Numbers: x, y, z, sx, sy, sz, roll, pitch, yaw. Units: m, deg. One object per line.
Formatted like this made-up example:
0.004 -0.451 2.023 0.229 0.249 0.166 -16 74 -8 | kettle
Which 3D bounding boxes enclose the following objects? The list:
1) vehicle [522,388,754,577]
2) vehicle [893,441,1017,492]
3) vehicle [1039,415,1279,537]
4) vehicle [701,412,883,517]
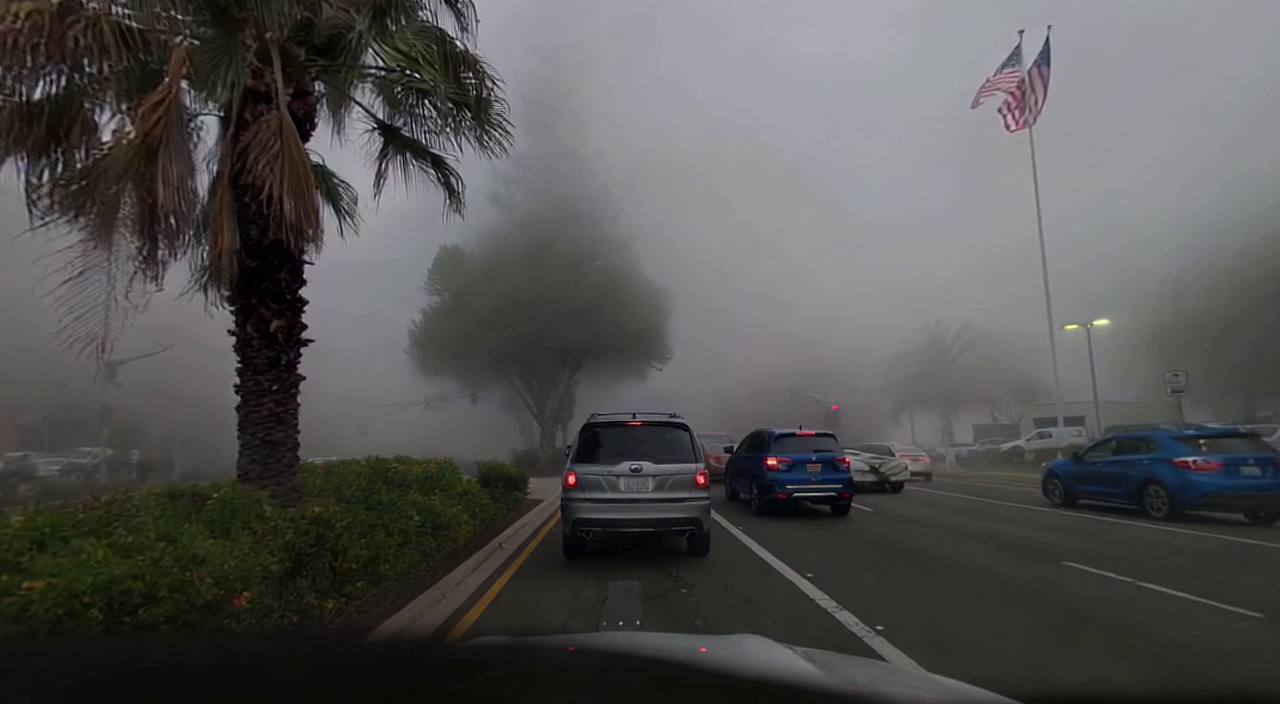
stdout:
-0.129 1.685 8.910 2.402 1.938 4.535 0 -9 -3 | vehicle
10.157 3.700 20.790 1.855 1.495 4.143 0 -9 -1 | vehicle
9.907 2.166 11.623 2.155 1.779 4.582 0 -9 1 | vehicle
3.267 2.659 15.484 2.773 2.021 6.212 0 -9 -2 | vehicle
